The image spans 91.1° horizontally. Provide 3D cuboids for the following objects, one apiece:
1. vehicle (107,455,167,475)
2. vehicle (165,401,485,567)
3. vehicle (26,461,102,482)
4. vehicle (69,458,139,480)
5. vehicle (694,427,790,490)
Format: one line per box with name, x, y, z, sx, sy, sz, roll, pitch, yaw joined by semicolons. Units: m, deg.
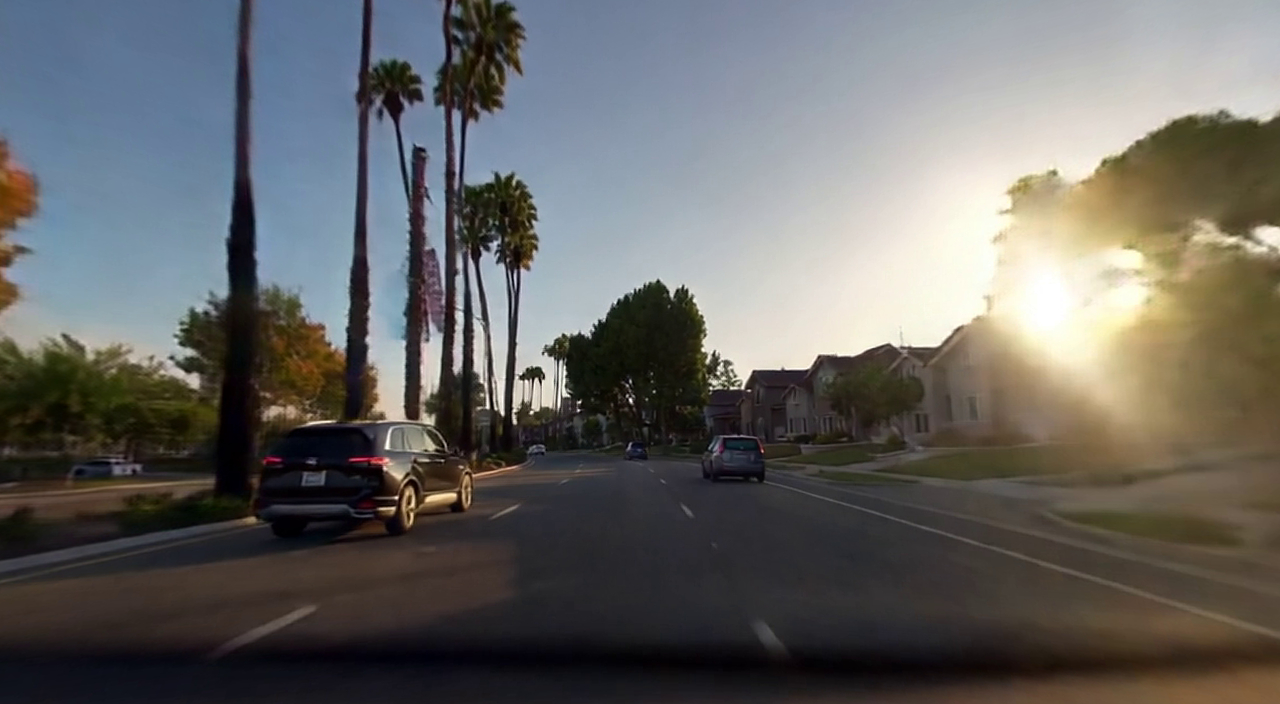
vehicle;-39.624;8.890;49.522;3.285;1.351;1.575;-1;-9;-8
vehicle;-3.991;1.776;9.233;2.150;1.768;4.868;0;-8;0
vehicle;-38.184;7.924;41.652;3.336;1.332;1.631;0;-8;0
vehicle;-37.879;8.263;44.401;3.430;1.341;1.611;-1;-9;-2
vehicle;3.194;3.468;20.737;2.195;1.804;4.658;0;-8;-3
